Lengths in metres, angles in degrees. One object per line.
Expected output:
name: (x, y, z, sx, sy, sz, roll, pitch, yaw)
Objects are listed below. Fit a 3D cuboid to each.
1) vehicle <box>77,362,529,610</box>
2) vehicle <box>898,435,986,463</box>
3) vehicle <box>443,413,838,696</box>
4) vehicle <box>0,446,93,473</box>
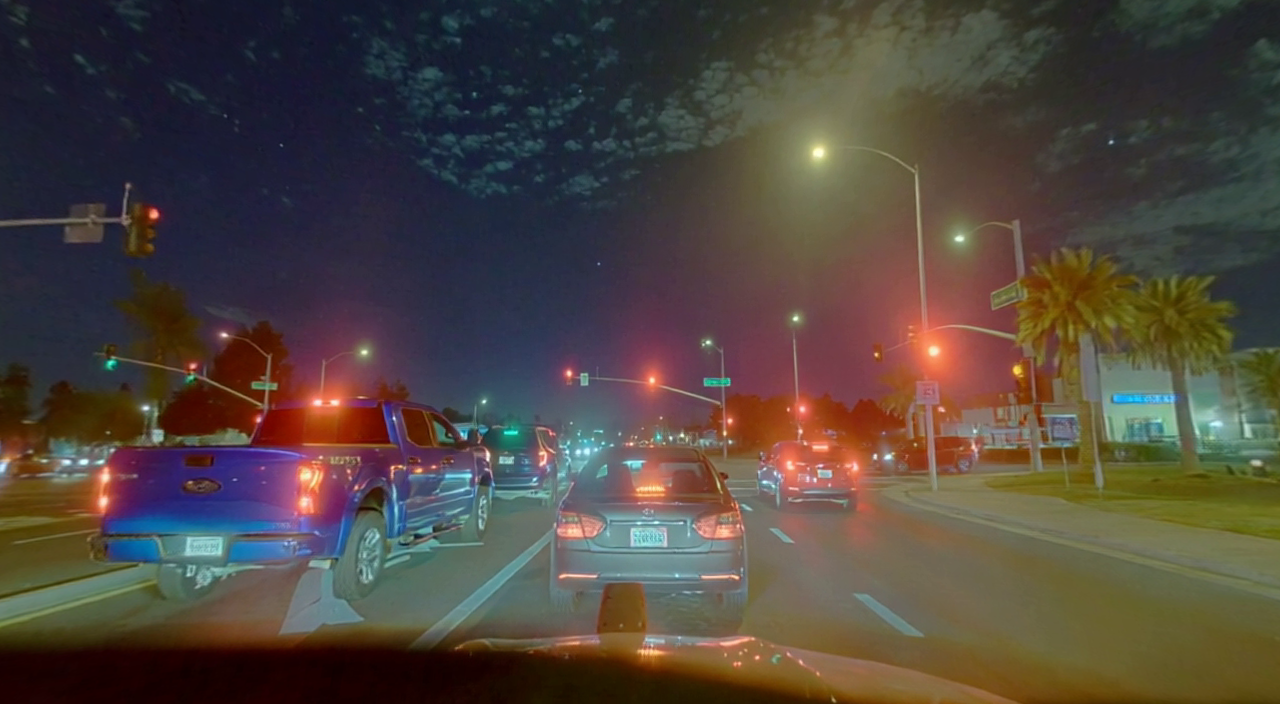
vehicle: (-3.222, 1.476, 7.921, 2.330, 1.969, 5.626, -1, -8, 3)
vehicle: (18.823, 6.063, 39.294, 4.466, 1.717, 1.963, 0, -8, 2)
vehicle: (0.036, 1.399, 5.529, 2.122, 1.501, 4.152, 0, -8, 1)
vehicle: (-37.059, 6.641, 38.876, 4.576, 1.617, 1.937, 0, -8, 2)
